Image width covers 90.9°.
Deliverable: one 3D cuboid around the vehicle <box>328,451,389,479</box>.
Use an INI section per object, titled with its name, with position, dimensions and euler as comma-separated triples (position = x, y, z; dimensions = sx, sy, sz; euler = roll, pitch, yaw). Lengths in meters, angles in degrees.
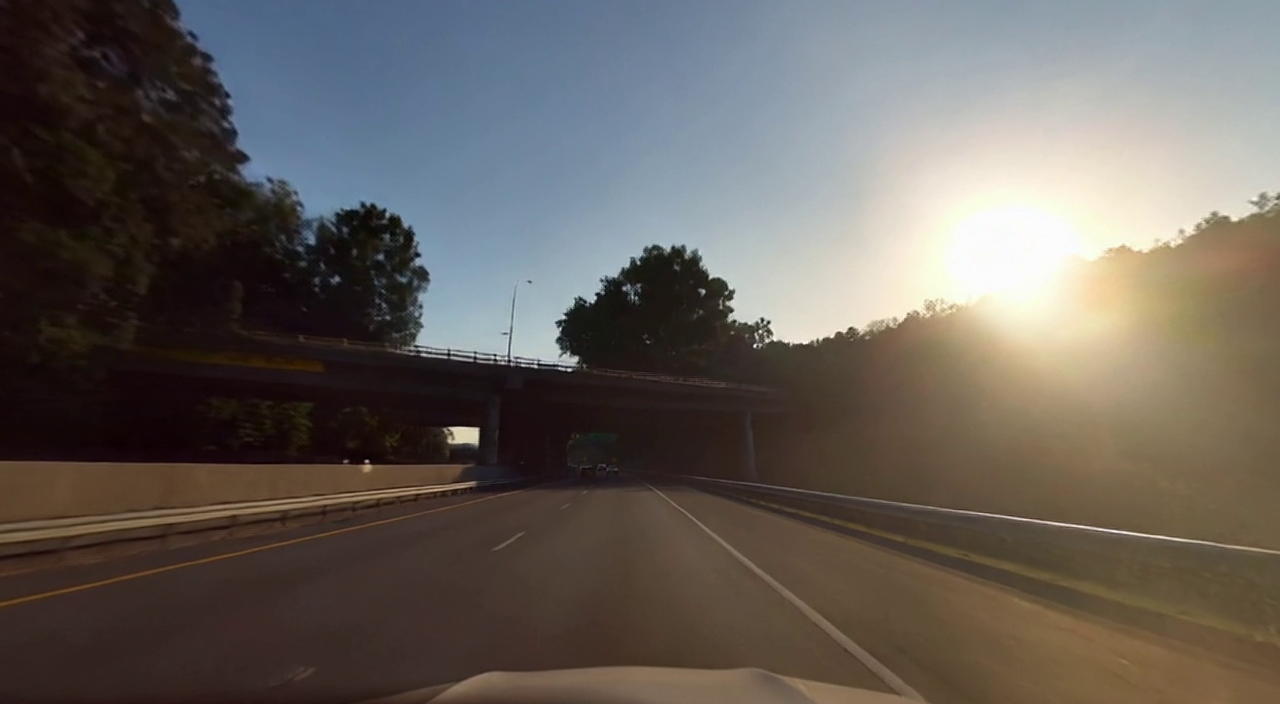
[vehicle]
position = -17.993, 7.276, 40.500
dimensions = 1.963, 1.652, 4.442
euler = 1, -11, -3
